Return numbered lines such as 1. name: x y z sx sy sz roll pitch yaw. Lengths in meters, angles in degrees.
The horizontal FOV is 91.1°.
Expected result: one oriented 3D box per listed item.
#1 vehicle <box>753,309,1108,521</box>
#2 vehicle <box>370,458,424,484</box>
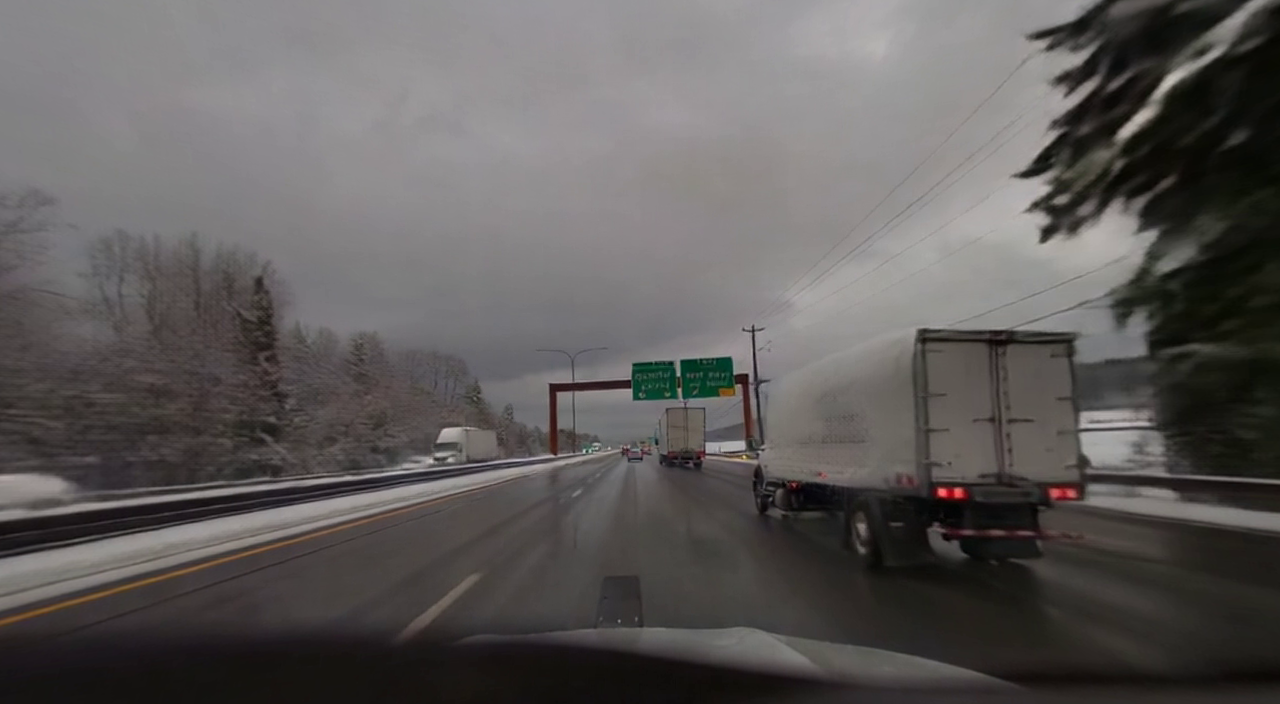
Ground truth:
1. vehicle: 7.200 2.512 20.973 3.400 4.134 17.388 0 -9 -1
2. vehicle: -15.362 7.541 39.940 1.767 1.462 4.313 0 -9 -1
